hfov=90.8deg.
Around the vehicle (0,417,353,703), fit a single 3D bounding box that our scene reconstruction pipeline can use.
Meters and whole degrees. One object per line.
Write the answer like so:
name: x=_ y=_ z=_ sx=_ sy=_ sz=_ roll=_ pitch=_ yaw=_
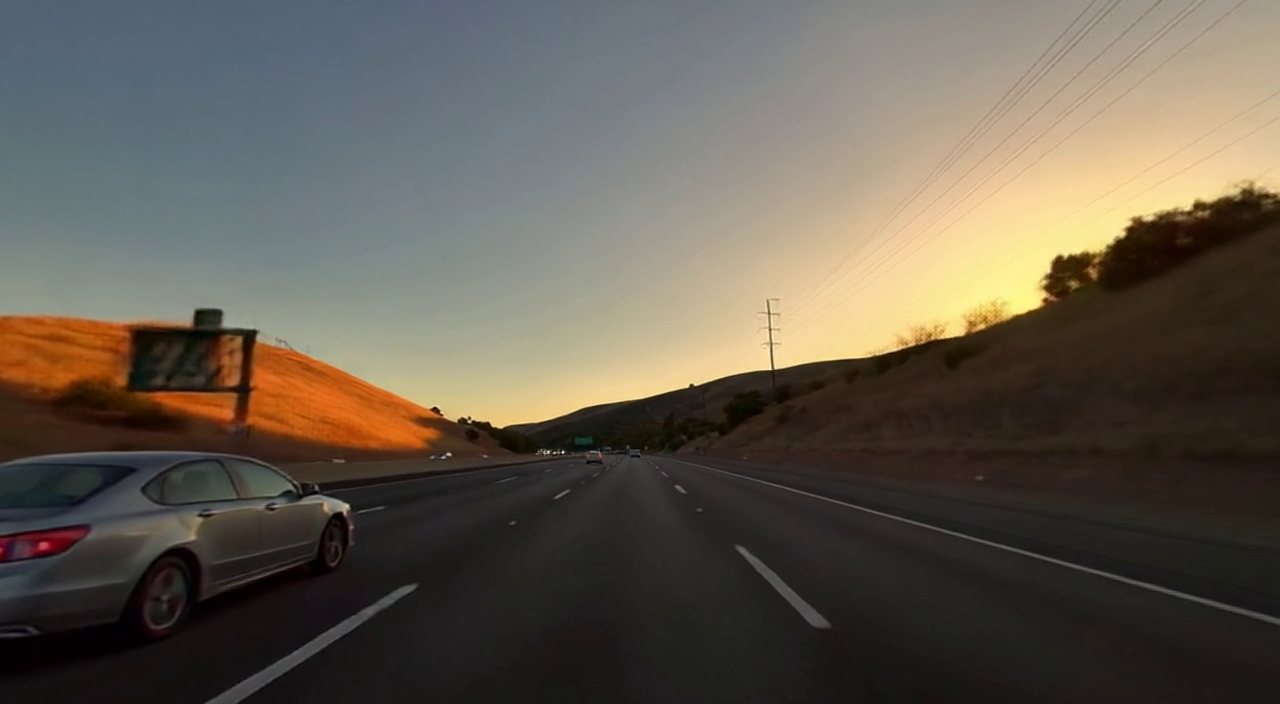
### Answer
vehicle: x=-4.153 y=1.258 z=4.297 sx=2.064 sy=1.489 sz=4.966 roll=0 pitch=-9 yaw=0
